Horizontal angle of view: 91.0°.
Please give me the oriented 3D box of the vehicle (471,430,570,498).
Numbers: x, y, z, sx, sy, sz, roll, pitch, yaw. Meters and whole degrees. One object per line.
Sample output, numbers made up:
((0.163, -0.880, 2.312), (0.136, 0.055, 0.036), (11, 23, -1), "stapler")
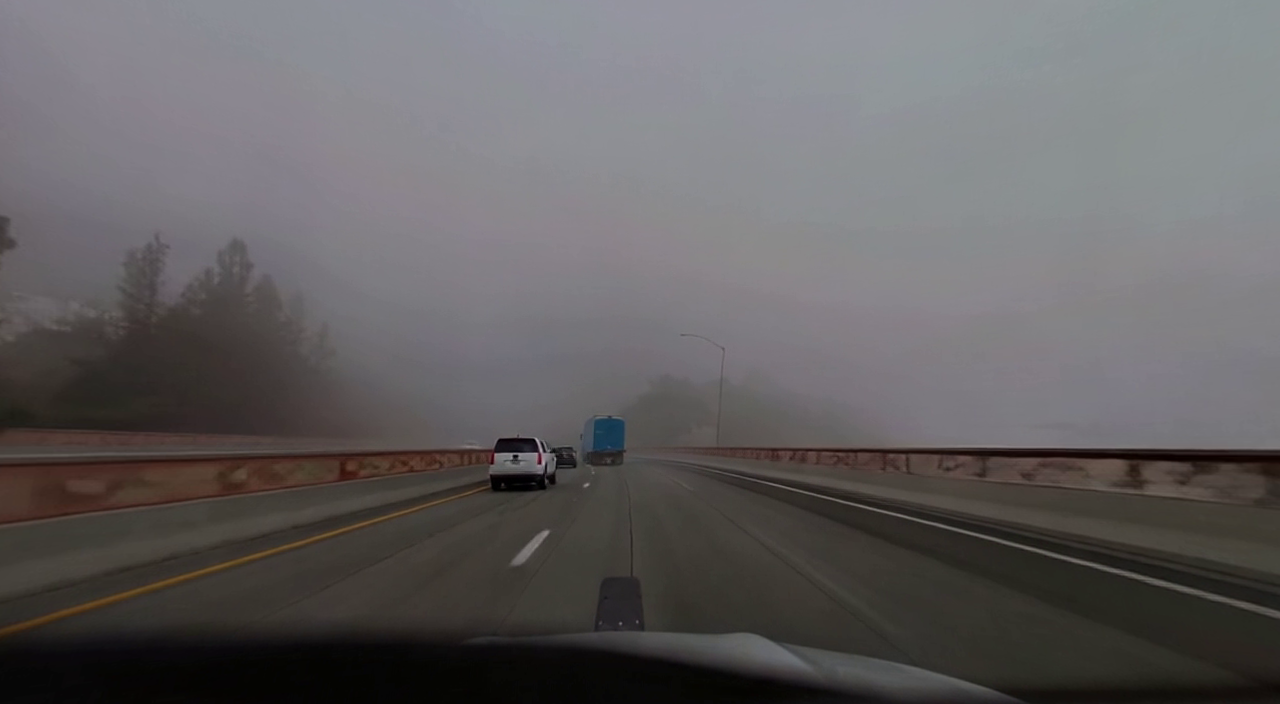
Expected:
((-3.305, 3.218, 18.421), (2.041, 1.734, 4.391), (0, -9, 0), "vehicle")
